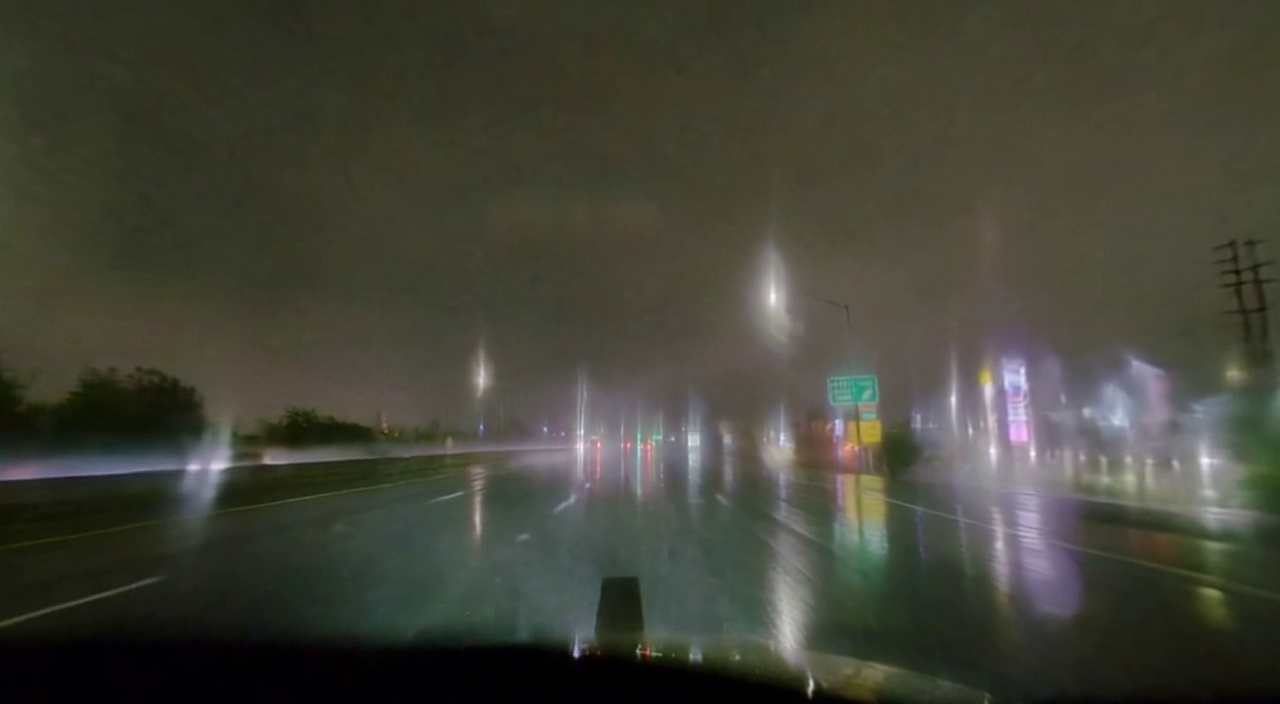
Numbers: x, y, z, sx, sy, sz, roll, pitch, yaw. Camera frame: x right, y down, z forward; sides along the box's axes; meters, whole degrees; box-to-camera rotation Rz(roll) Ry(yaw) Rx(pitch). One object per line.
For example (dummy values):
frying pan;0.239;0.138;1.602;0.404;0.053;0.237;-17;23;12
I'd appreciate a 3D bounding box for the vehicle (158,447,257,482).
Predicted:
vehicle;-24.000;6.213;35.292;2.082;1.771;4.818;0;-8;0
